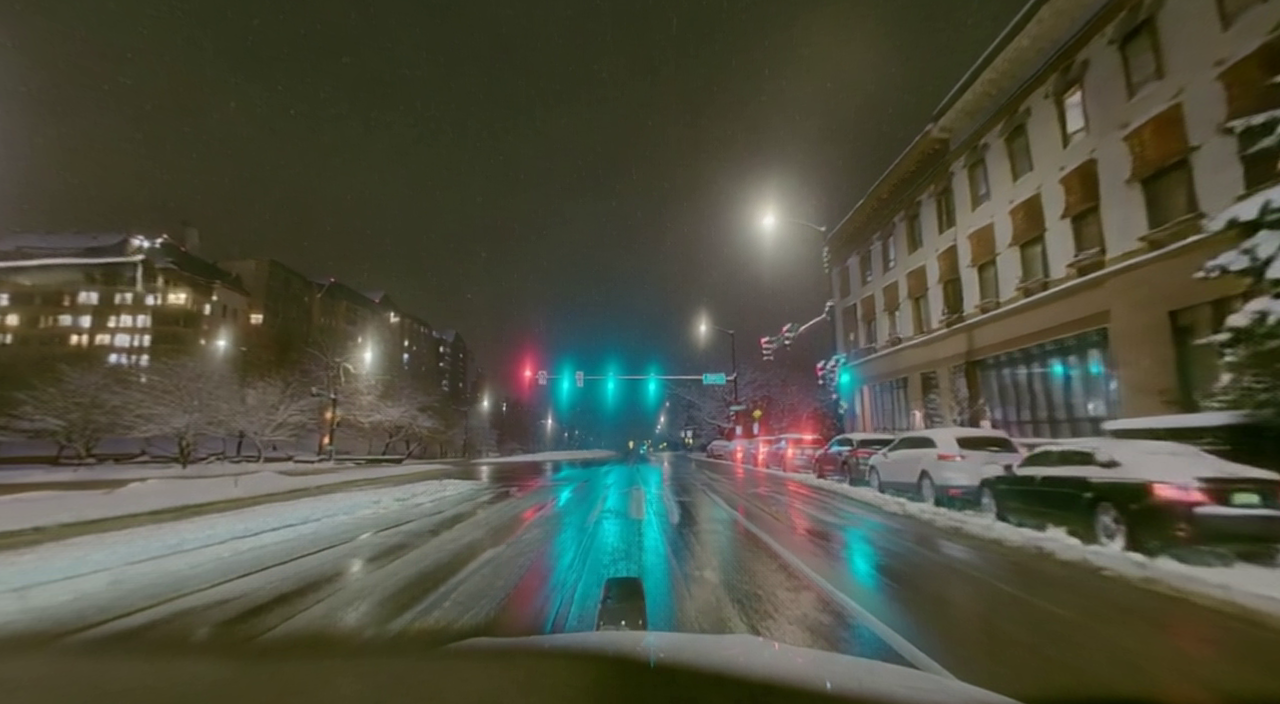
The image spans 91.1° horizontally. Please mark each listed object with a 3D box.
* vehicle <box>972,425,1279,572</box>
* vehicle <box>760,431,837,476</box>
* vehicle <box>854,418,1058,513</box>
[{"bbox_3d":[6.751,1.841,8.711,1.880,1.483,4.510,0,-9,1],"label":"vehicle"},{"bbox_3d":[6.702,4.341,27.119,1.984,1.751,4.759,0,-9,-1],"label":"vehicle"},{"bbox_3d":[6.753,2.494,14.273,1.978,1.728,5.129,0,-9,0],"label":"vehicle"}]
